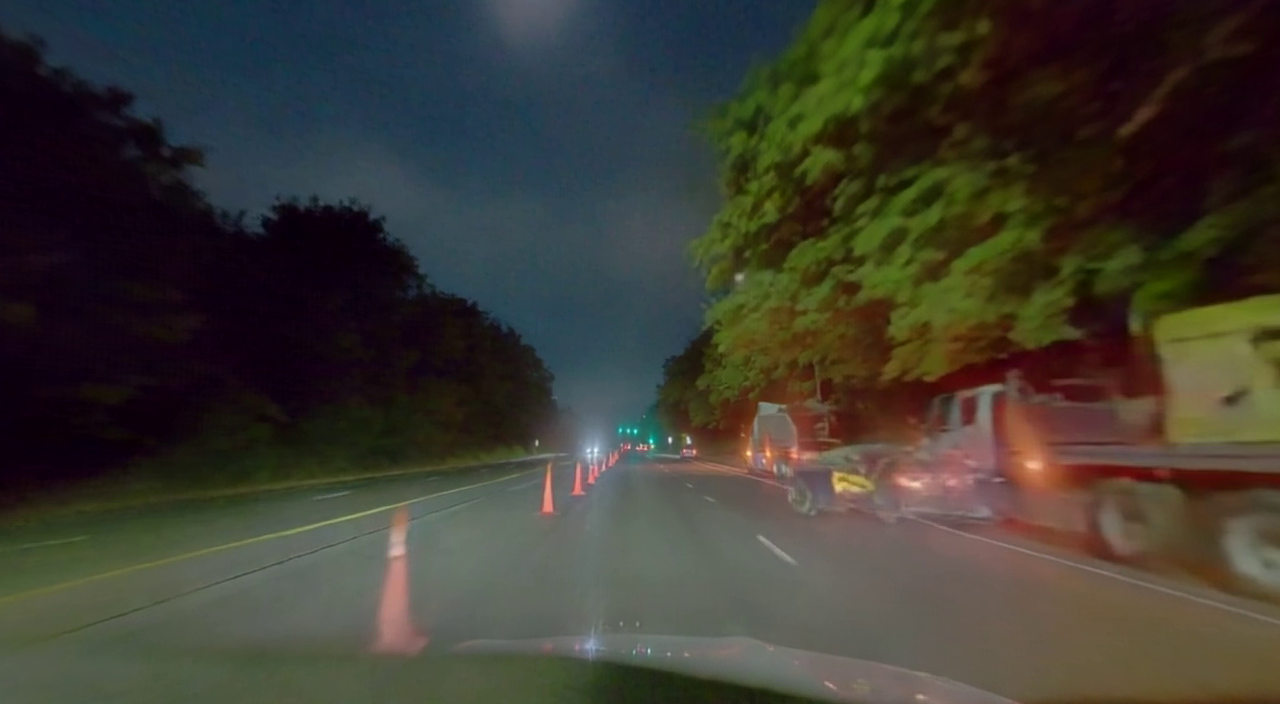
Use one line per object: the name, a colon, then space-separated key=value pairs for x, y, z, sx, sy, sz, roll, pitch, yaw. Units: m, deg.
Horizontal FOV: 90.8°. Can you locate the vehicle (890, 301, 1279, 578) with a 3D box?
vehicle: x=6.451 y=1.255 z=9.102 sx=2.390 sy=2.899 sz=4.603 roll=5 pitch=-10 yaw=-34

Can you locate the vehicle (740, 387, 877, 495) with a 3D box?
vehicle: x=6.235 y=3.607 z=25.738 sx=2.664 sy=3.418 sz=11.107 roll=0 pitch=-8 yaw=1
